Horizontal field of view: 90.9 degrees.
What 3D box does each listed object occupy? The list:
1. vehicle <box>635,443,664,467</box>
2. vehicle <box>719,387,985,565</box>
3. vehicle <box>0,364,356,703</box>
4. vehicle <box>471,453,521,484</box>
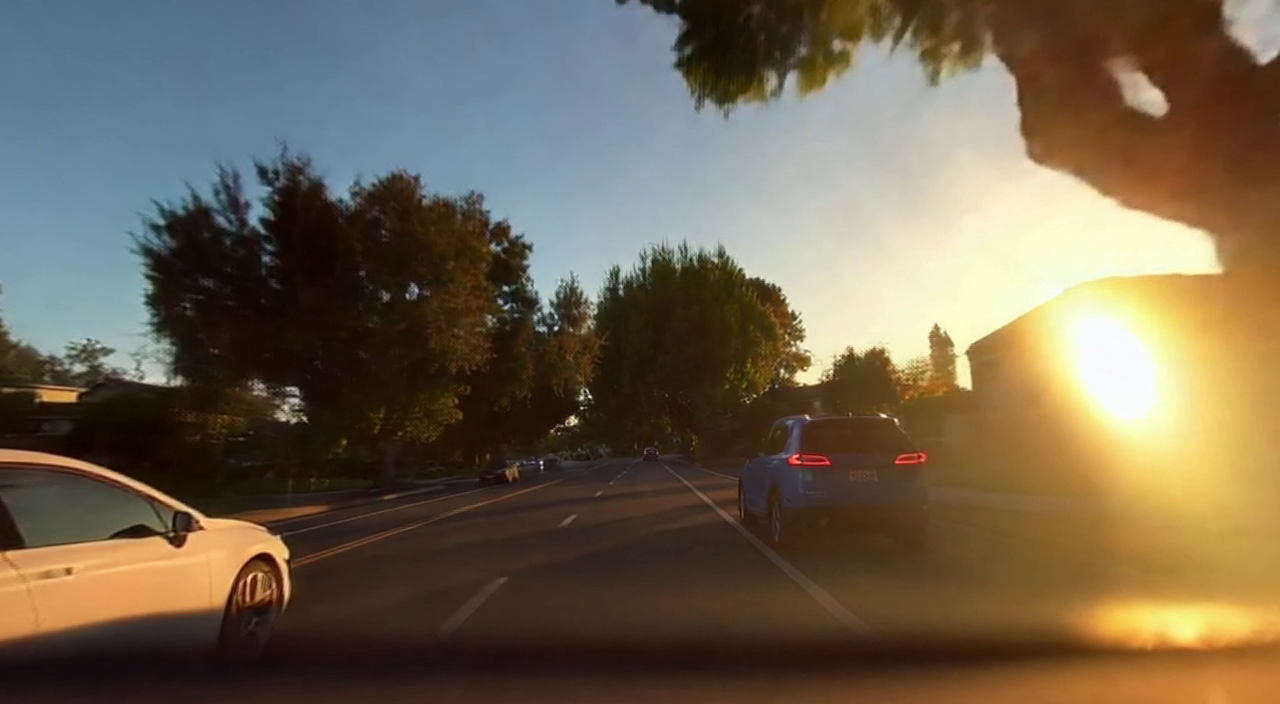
[{"bbox_3d":[0.728,8.130,49.841,2.138,1.729,4.178,0,-9,1],"label":"vehicle"},{"bbox_3d":[2.834,1.870,10.255,2.338,2.063,5.592,0,-9,0],"label":"vehicle"},{"bbox_3d":[-3.194,0.925,2.388,2.058,1.659,4.514,-1,-9,1],"label":"vehicle"},{"bbox_3d":[-8.567,6.948,37.881,1.970,1.651,4.272,0,-9,0],"label":"vehicle"}]
